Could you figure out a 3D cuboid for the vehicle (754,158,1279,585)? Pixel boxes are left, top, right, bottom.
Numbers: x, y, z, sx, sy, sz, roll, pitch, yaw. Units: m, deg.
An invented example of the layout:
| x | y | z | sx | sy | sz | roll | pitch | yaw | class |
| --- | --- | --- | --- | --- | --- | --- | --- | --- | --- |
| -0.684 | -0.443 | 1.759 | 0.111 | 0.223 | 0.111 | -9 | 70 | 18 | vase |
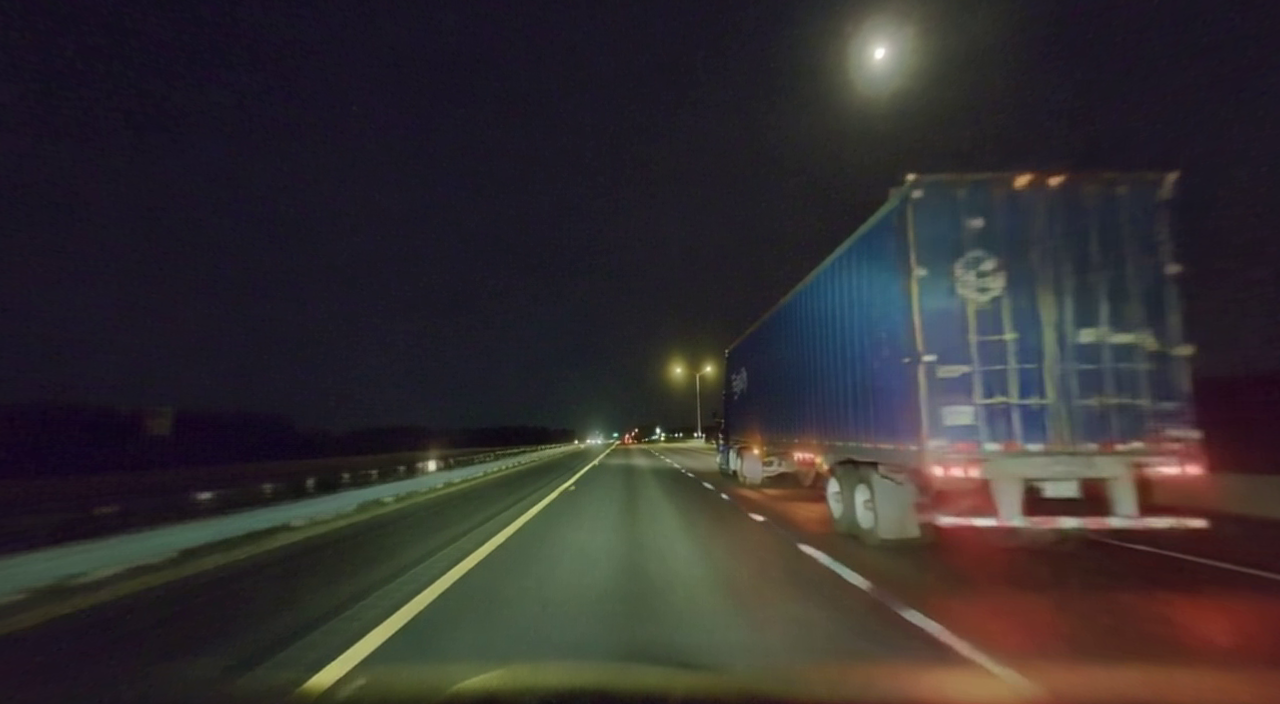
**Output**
| x | y | z | sx | sy | sz | roll | pitch | yaw | class |
| --- | --- | --- | --- | --- | --- | --- | --- | --- | --- |
| 4.109 | 0.645 | 9.832 | 2.888 | 3.866 | 8.380 | 0 | -8 | -1 | vehicle |
